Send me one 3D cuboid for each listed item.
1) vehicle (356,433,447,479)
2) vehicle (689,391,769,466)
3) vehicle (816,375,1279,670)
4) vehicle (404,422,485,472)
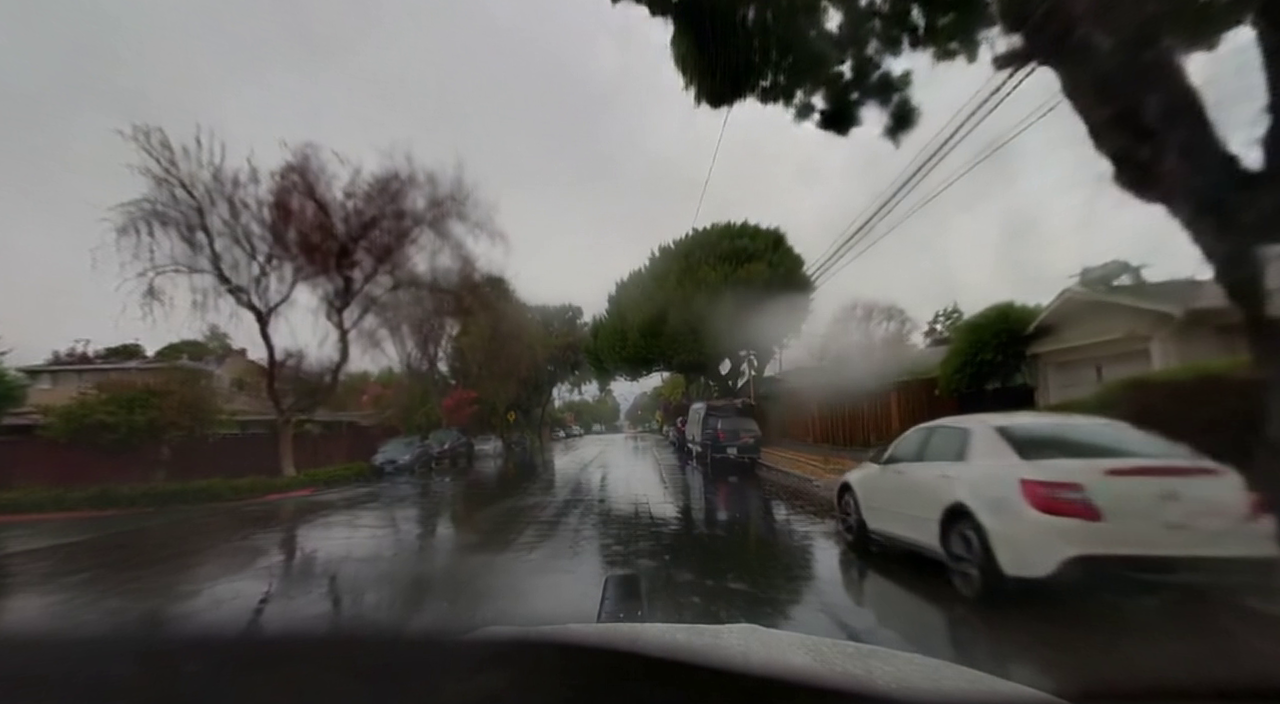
[{"bbox_3d":[-8.423,3.704,22.707,1.821,1.476,4.060,0,-8,-3],"label":"vehicle"},{"bbox_3d":[3.056,2.785,22.588,2.233,2.453,3.787,0,-8,-1],"label":"vehicle"},{"bbox_3d":[3.562,1.338,6.173,2.079,1.681,4.933,0,-8,-2],"label":"vehicle"},{"bbox_3d":[-8.594,4.181,28.214,2.163,1.841,4.679,-6,-7,-2],"label":"vehicle"}]
